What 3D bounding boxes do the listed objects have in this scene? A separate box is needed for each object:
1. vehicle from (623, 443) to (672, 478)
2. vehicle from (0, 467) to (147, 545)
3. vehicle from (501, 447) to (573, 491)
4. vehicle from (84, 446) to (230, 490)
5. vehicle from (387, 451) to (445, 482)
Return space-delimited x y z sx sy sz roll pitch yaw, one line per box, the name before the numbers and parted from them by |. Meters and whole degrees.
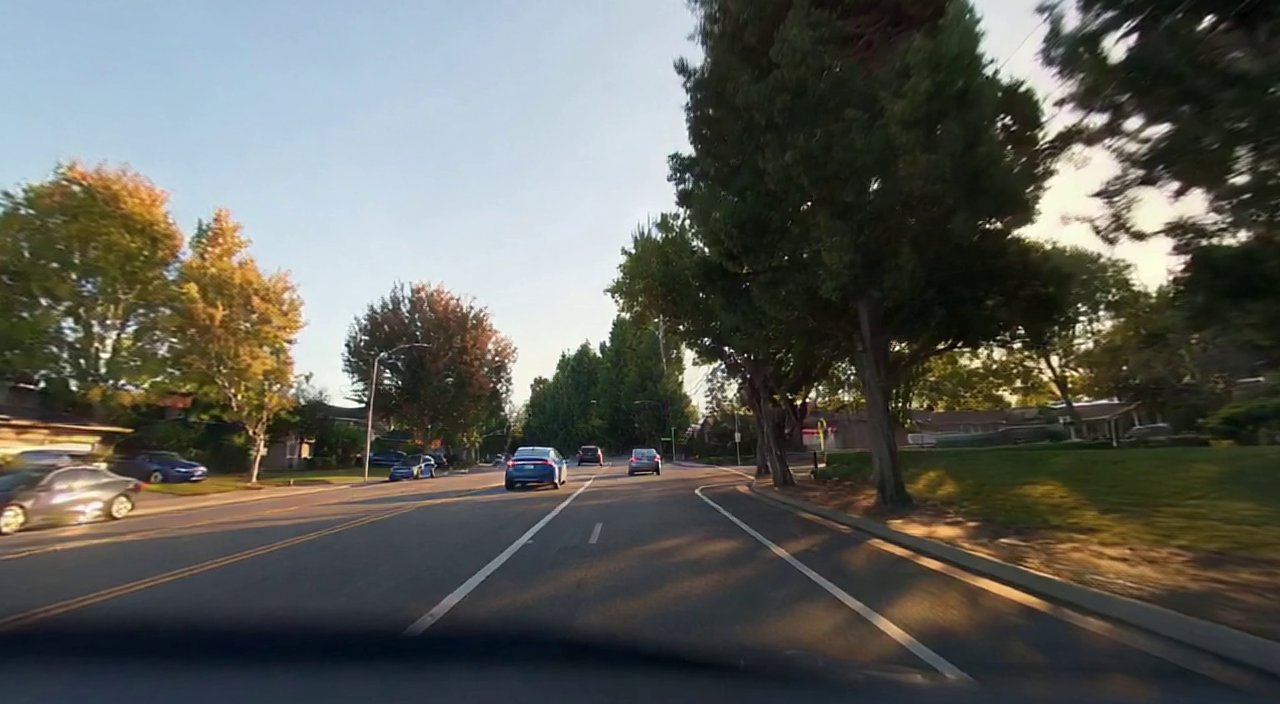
vehicle | 0.297 5.139 30.167 2.168 1.504 4.284 0 -9 -1
vehicle | -13.967 3.423 14.348 1.814 1.466 4.690 0 -9 -1
vehicle | -3.621 4.161 22.923 1.913 1.425 4.235 0 -9 0
vehicle | -22.055 5.283 29.011 4.898 1.916 2.192 0 -9 3
vehicle | -14.364 7.334 40.797 2.083 1.817 4.532 0 -9 -1
